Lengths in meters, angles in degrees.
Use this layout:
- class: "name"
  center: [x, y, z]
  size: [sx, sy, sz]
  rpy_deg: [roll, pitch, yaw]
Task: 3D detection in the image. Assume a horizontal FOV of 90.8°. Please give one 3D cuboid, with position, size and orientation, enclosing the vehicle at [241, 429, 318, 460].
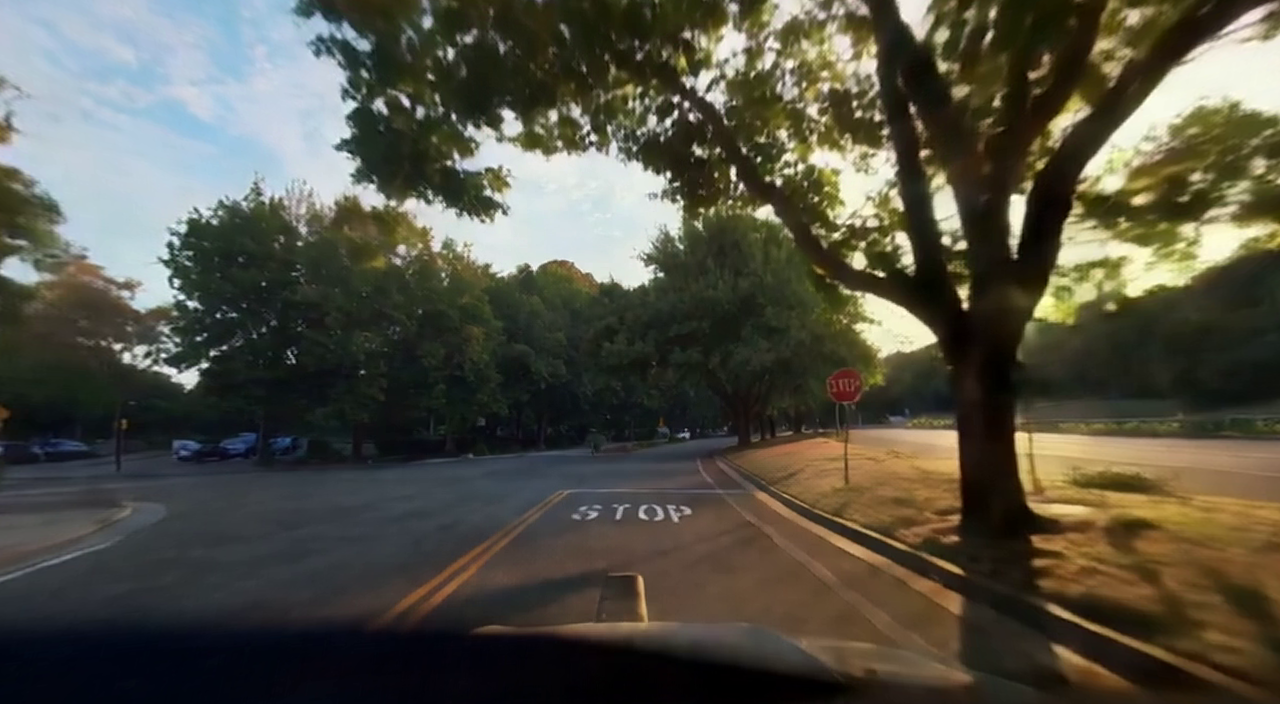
- class: "vehicle"
  center: [-27.292, 7.020, 47.886]
  size: [4.733, 1.892, 1.939]
  rpy_deg: [-4, -4, 3]
